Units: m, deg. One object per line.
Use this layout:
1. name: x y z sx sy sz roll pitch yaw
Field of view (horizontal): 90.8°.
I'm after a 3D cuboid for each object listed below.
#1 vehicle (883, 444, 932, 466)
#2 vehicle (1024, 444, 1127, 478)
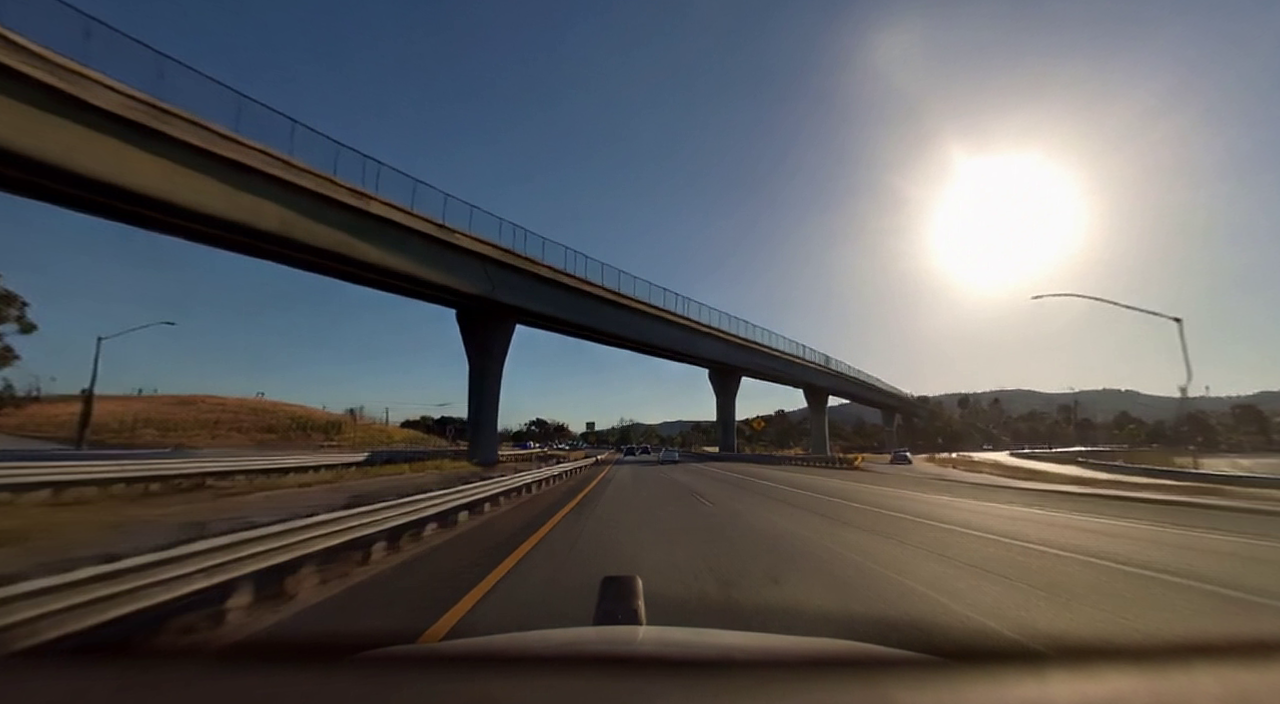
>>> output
1. vehicle: 20.721 7.976 49.074 1.924 1.594 4.293 -1 -8 0
2. vehicle: 21.153 5.296 30.956 1.885 1.510 4.372 0 -9 0
